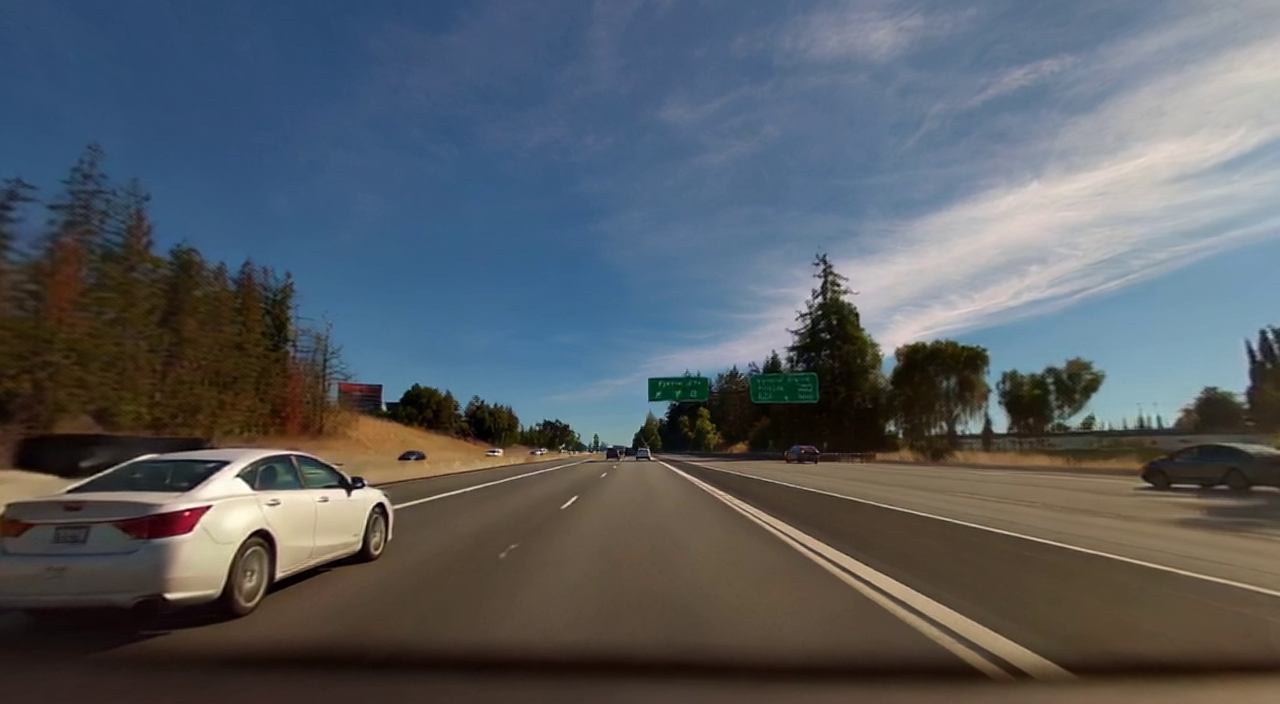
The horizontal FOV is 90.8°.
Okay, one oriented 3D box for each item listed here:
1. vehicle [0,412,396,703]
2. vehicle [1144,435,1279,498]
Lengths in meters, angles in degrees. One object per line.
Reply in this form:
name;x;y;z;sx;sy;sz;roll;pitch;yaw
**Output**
vehicle;-3.986;1.456;5.550;1.988;1.585;4.215;0;-9;0
vehicle;18.678;3.444;19.173;1.973;1.766;4.726;3;-10;-21
